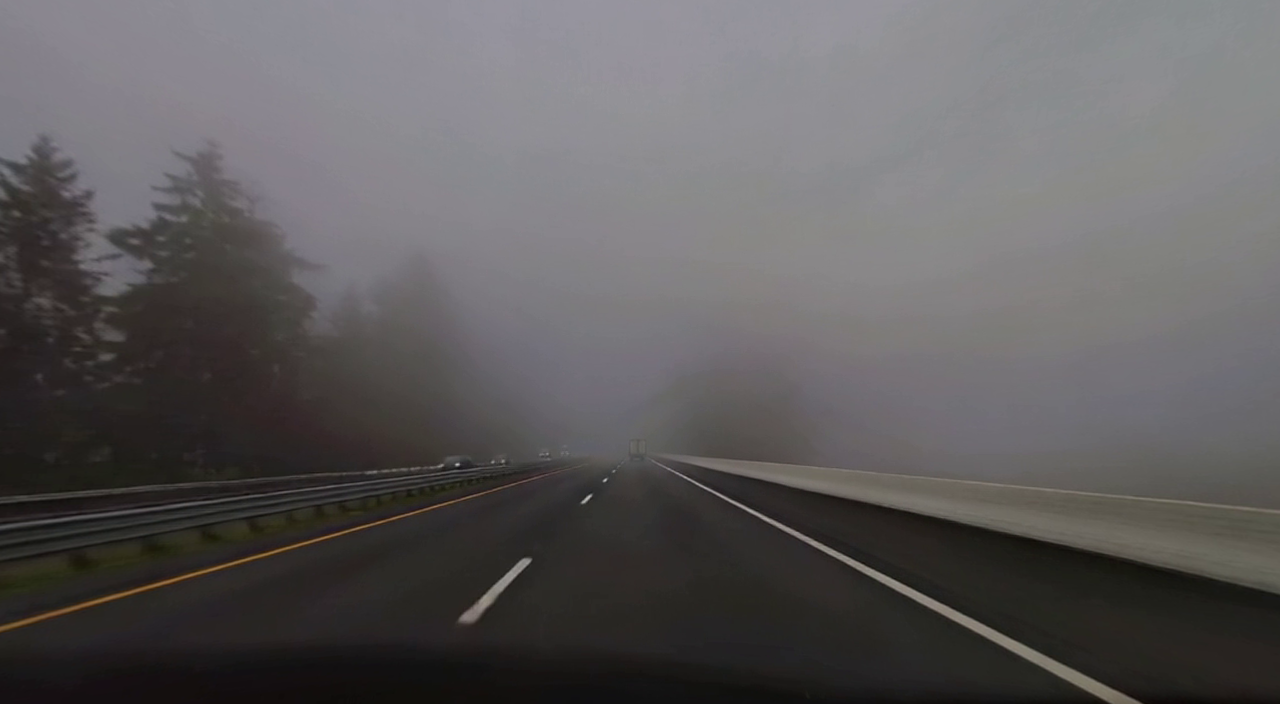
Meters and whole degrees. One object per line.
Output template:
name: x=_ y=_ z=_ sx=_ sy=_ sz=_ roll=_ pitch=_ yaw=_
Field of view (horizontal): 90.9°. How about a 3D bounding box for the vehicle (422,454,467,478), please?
vehicle: x=-12.872 y=7.512 z=41.729 sx=1.775 sy=1.422 sz=3.753 roll=0 pitch=-9 yaw=-1
